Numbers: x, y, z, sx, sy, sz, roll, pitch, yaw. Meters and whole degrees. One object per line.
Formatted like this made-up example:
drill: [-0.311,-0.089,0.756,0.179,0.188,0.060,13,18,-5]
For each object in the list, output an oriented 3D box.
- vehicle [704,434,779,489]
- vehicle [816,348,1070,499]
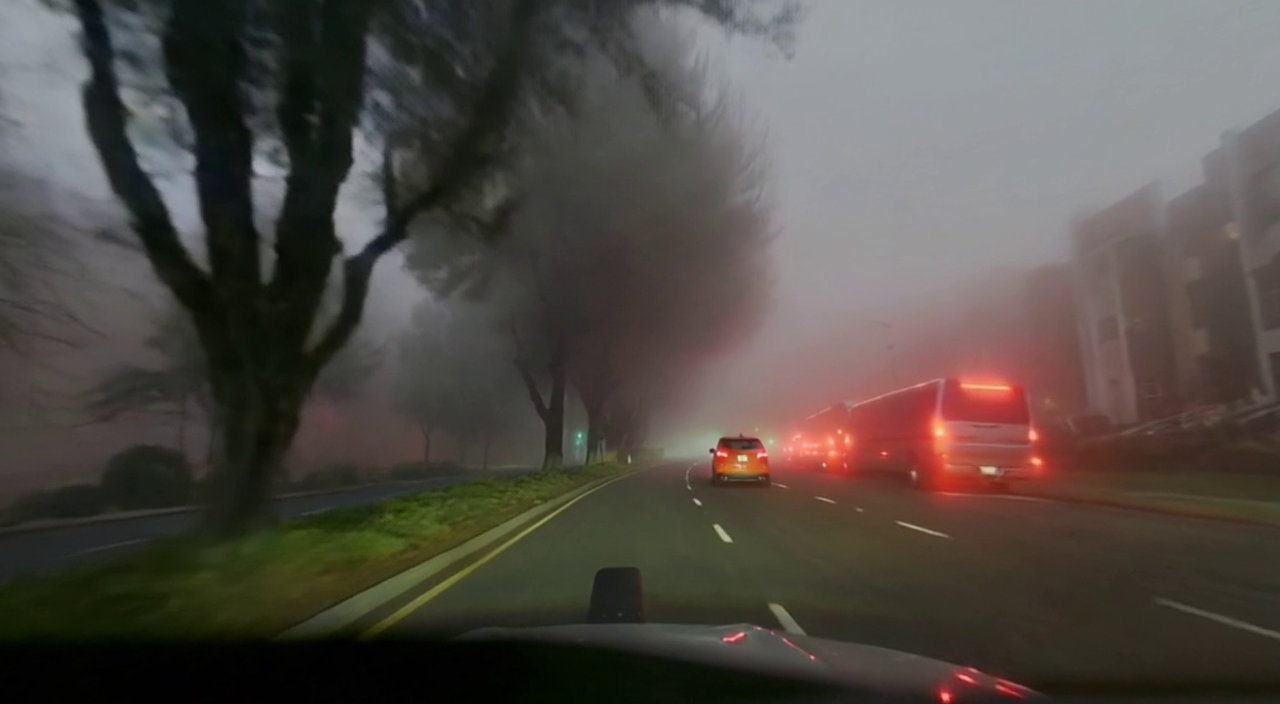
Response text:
vehicle: [3.655,4.041,23.629,2.215,1.812,4.569,0,-9,2]
vehicle: [10.882,3.340,26.683,2.887,4.158,18.418,-1,-9,4]
